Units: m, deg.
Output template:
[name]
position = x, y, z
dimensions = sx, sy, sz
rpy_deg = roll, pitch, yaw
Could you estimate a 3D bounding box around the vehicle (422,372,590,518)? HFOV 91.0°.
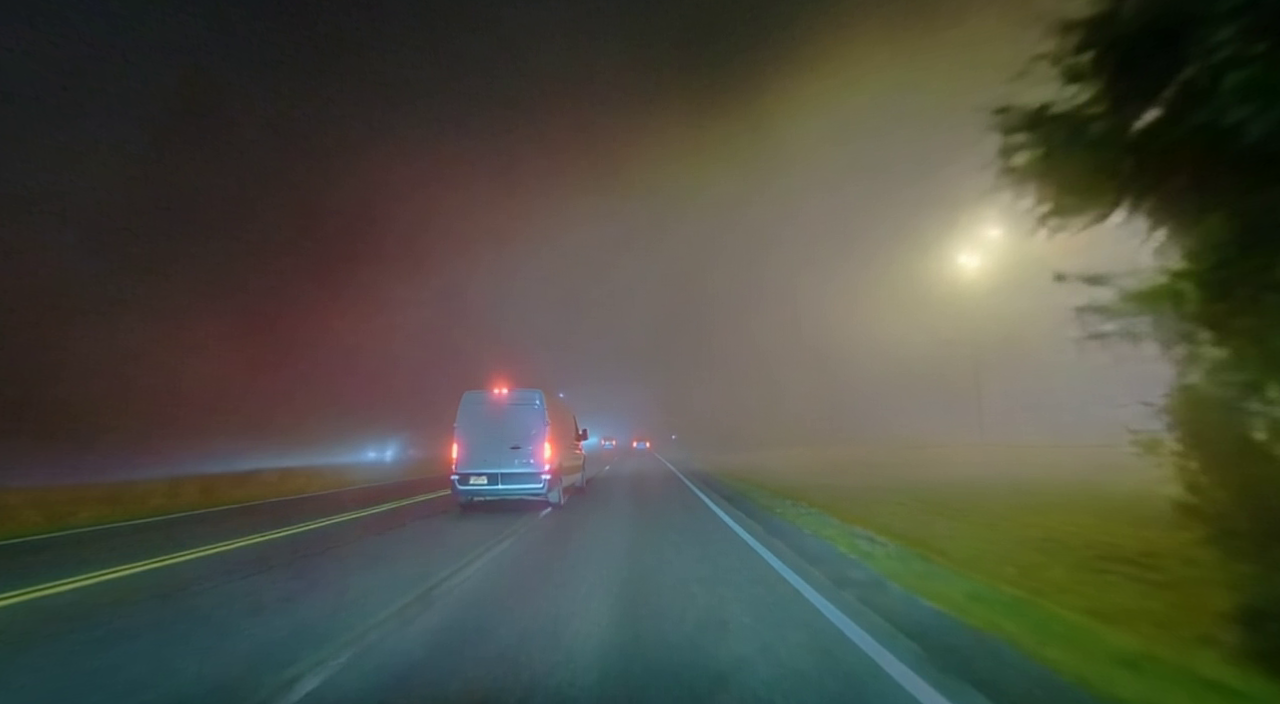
[vehicle]
position = -2.659, 2.122, 14.482
dimensions = 2.497, 2.628, 6.016
rpy_deg = 0, -8, 0
